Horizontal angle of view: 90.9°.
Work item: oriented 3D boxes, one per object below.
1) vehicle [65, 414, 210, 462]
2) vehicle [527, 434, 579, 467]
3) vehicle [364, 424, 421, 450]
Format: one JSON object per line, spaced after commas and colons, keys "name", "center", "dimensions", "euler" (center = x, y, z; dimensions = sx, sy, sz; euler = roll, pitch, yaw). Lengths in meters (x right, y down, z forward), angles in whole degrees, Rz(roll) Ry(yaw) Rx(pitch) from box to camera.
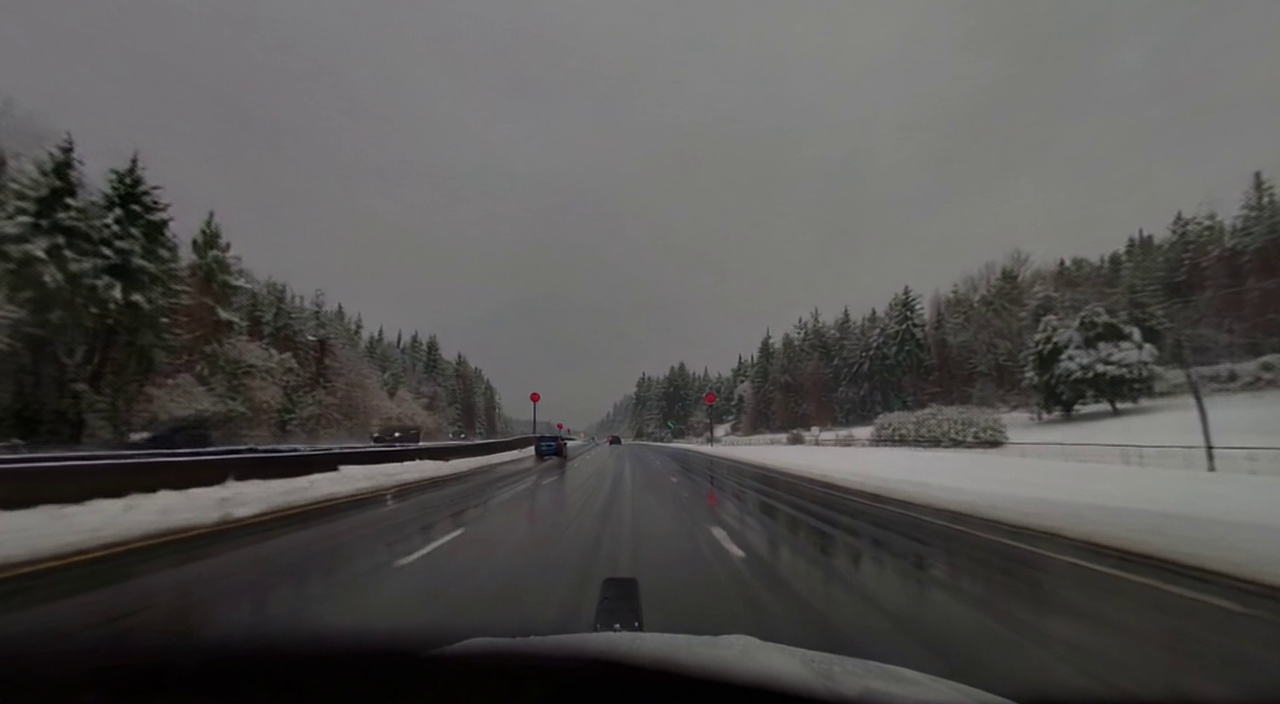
{"name": "vehicle", "center": [-19.703, 3.415, 25.062], "dimensions": [1.923, 1.691, 4.650], "euler": [0, -8, -1]}
{"name": "vehicle", "center": [-3.923, 4.483, 28.942], "dimensions": [1.874, 1.369, 3.875], "euler": [0, -8, -1]}
{"name": "vehicle", "center": [-16.707, 5.775, 42.750], "dimensions": [2.089, 1.652, 4.505], "euler": [0, -8, -1]}
